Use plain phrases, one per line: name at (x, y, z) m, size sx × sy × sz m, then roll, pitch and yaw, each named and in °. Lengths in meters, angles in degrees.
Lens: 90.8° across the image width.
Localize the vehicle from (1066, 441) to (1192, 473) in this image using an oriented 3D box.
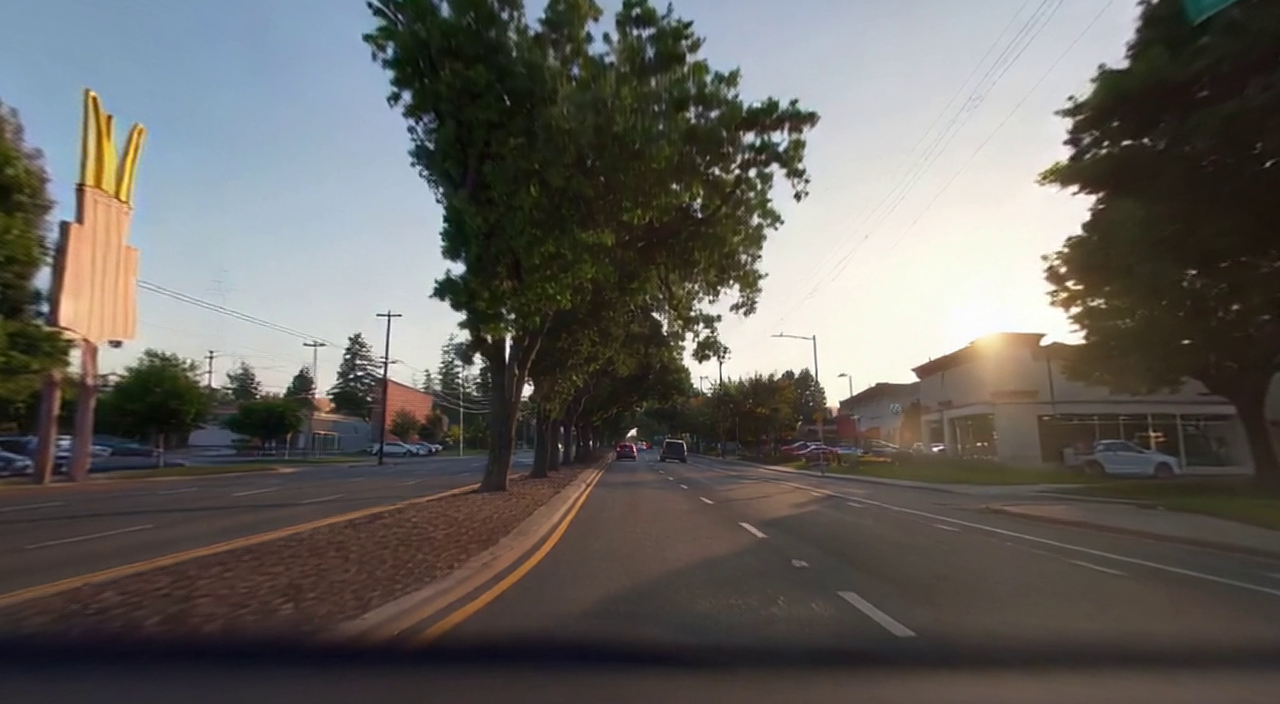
vehicle at (24.607, 5.246, 31.958) m, size 2.066 × 1.467 × 4.486 m, roll 5°, pitch -10°, yaw -31°
